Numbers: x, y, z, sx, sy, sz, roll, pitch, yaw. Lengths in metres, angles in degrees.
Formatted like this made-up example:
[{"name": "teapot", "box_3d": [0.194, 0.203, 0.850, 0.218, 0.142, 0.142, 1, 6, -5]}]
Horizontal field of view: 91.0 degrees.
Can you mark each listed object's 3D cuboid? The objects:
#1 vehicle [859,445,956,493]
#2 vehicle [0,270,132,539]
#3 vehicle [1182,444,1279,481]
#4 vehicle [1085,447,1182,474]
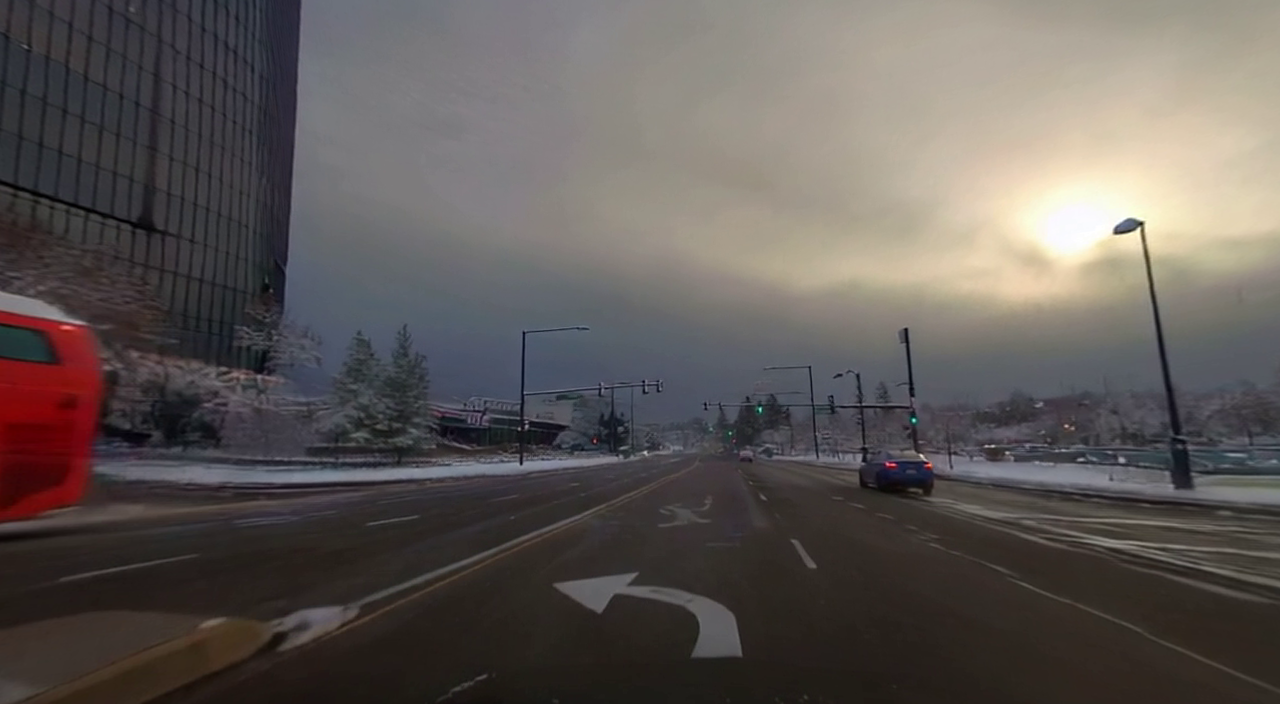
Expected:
[{"name": "vehicle", "box_3d": [9.303, 4.075, 22.311, 1.993, 1.501, 4.127, -1, -9, 6]}, {"name": "vehicle", "box_3d": [-12.801, 0.174, 5.987, 3.110, 4.418, 13.688, -1, -9, 7]}, {"name": "vehicle", "box_3d": [28.220, 5.152, 29.407, 3.824, 1.453, 1.894, -4, -8, 6]}, {"name": "vehicle", "box_3d": [28.998, 6.379, 37.114, 3.896, 1.471, 1.936, -2, -8, 10]}]
